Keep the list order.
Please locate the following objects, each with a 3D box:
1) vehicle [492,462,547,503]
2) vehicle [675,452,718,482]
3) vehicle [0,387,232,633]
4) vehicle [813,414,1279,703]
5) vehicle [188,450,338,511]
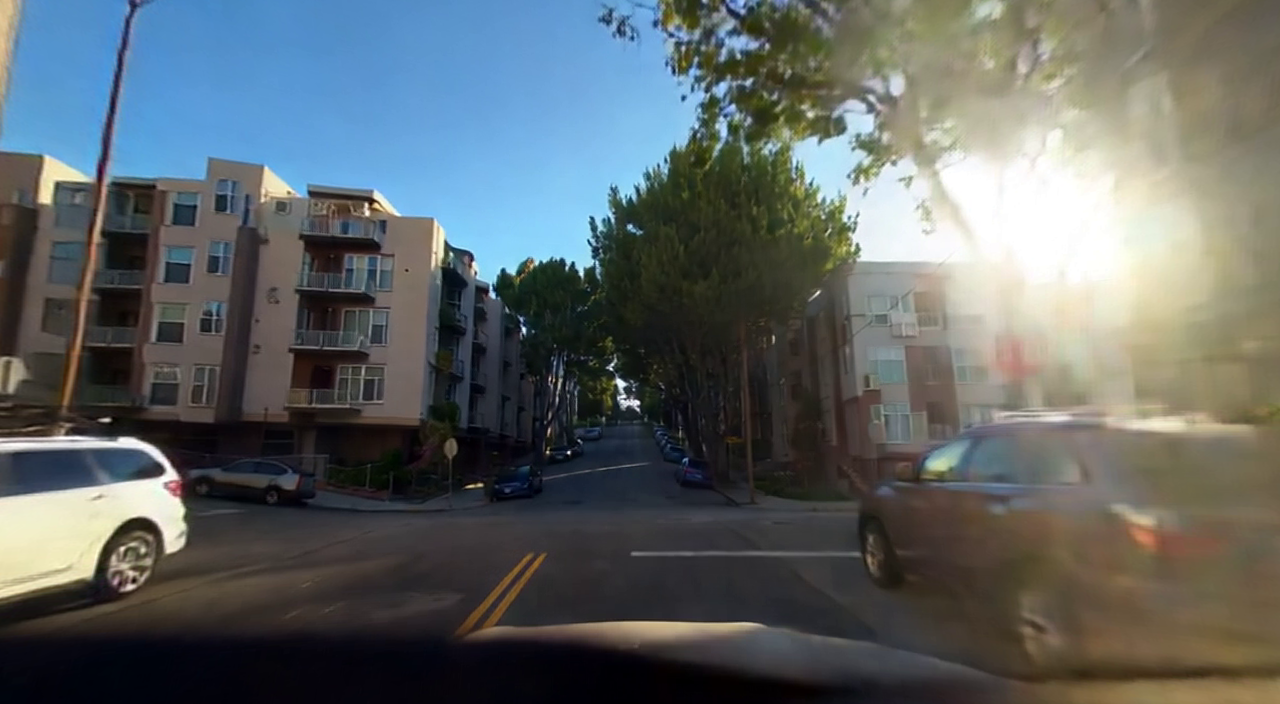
[{"bbox_3d":[-5.884,6.404,31.314,1.987,1.662,4.141,-2,-8,-1],"label":"vehicle"},{"bbox_3d":[3.417,7.037,38.942,2.051,1.526,4.673,0,-7,-2],"label":"vehicle"},{"bbox_3d":[-6.069,1.322,5.241,2.076,1.913,5.060,-3,-8,-1],"label":"vehicle"},{"bbox_3d":[3.325,1.466,5.730,2.064,1.548,5.186,0,-8,0],"label":"vehicle"},{"bbox_3d":[-13.966,4.813,23.607,4.243,1.676,1.844,6,-12,2],"label":"vehicle"}]
